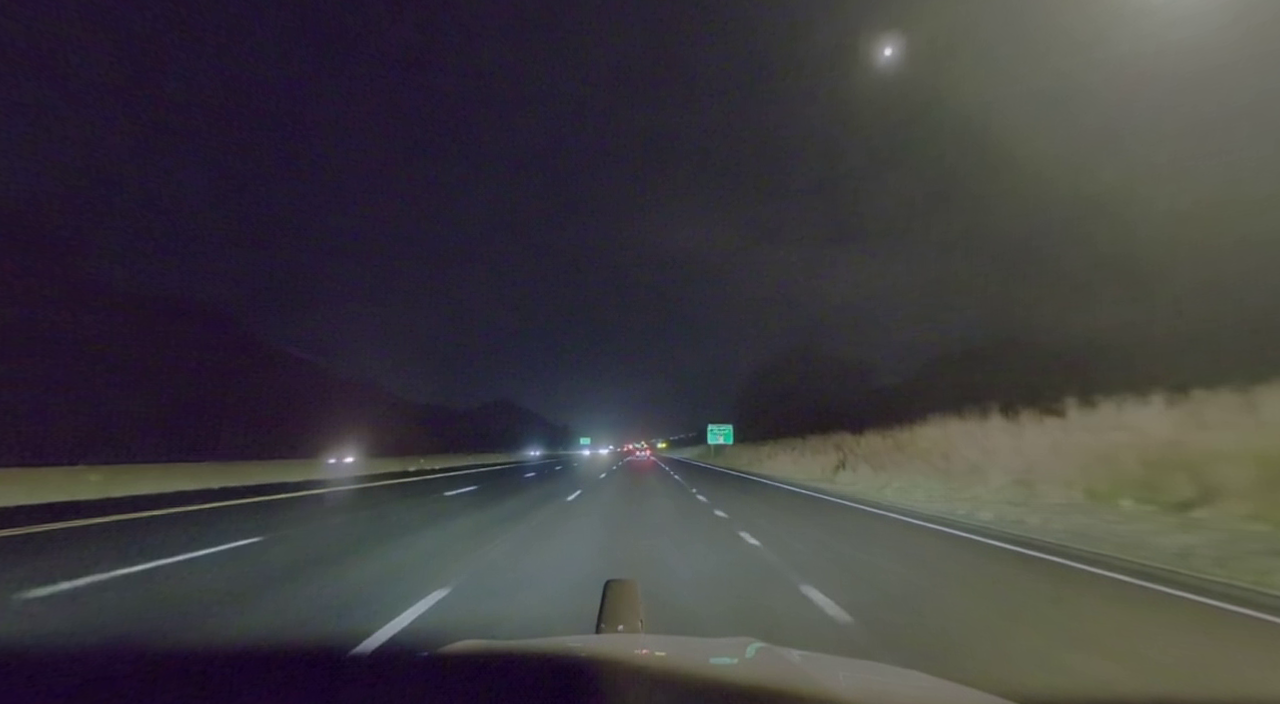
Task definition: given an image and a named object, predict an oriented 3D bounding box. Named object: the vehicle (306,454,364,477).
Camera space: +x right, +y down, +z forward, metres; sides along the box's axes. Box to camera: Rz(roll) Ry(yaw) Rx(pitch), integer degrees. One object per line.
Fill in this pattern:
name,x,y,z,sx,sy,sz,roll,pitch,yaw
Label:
vehicle,-20.453,7.591,42.532,1.850,1.423,4.209,0,-9,-1
